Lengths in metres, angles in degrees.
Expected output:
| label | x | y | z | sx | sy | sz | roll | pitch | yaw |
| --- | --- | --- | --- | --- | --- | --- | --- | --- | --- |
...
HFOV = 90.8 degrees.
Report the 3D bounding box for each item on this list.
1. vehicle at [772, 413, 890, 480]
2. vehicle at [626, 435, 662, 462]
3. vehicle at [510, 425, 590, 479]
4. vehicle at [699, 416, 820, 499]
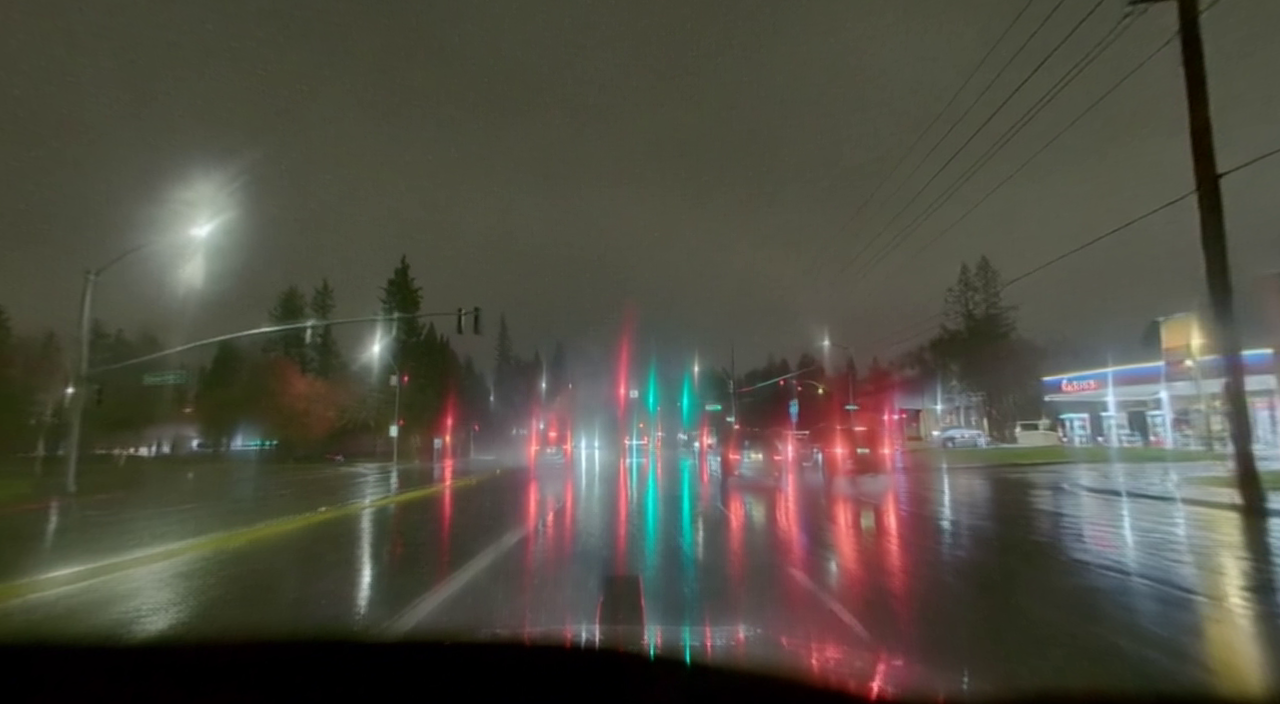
| label | x | y | z | sx | sy | sz | roll | pitch | yaw |
| --- | --- | --- | --- | --- | --- | --- | --- | --- | --- |
| vehicle | 6.913 | 3.532 | 23.742 | 2.510 | 2.176 | 5.527 | 0 | -8 | -2 |
| vehicle | 0.203 | 6.142 | 40.304 | 2.131 | 1.665 | 3.926 | 0 | -8 | -2 |
| vehicle | -3.239 | 3.714 | 23.706 | 2.261 | 1.820 | 4.255 | 0 | -8 | 2 |
| vehicle | 2.851 | 2.674 | 16.290 | 2.140 | 1.800 | 4.660 | 0 | -8 | 0 |
